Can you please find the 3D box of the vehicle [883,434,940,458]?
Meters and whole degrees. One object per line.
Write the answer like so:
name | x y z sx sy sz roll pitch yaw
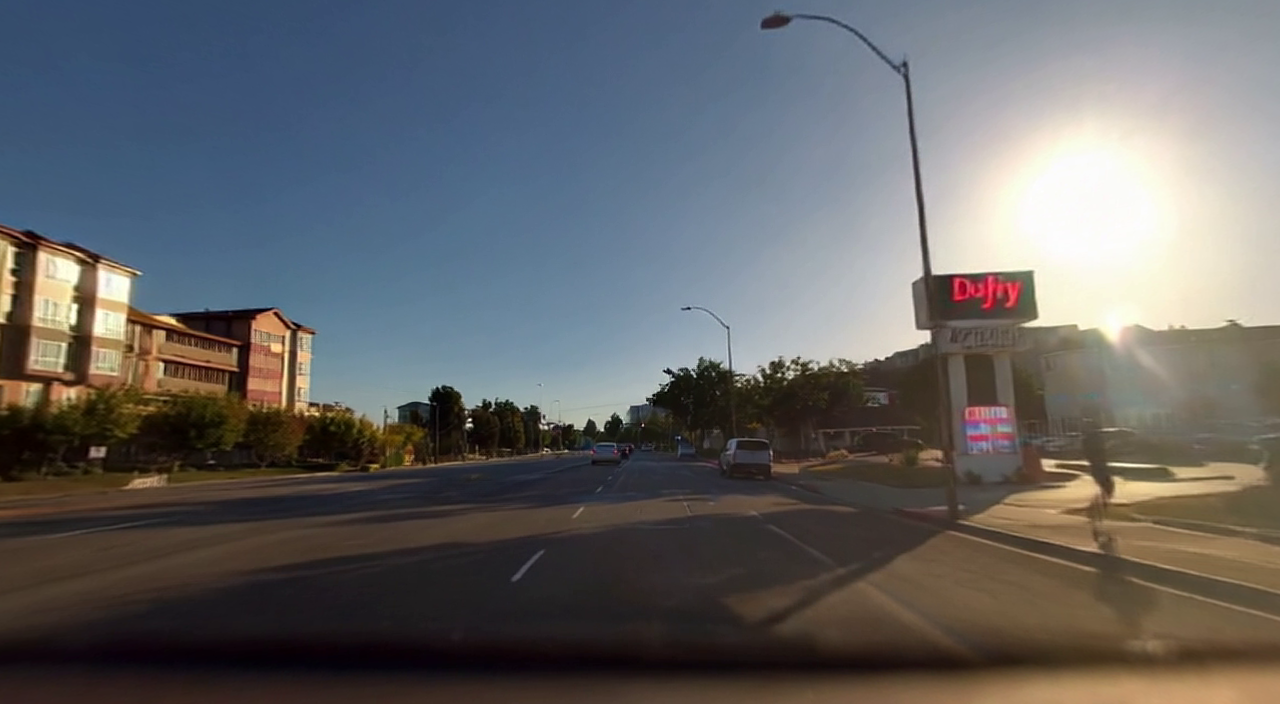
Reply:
vehicle | 17.812 6.201 41.564 1.953 1.488 4.129 0 -8 1

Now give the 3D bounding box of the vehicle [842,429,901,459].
vehicle | 15.036 6.041 41.217 2.202 1.822 4.978 -1 -8 3

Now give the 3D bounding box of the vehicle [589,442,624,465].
vehicle | -2.336 7.211 44.890 2.176 1.543 4.335 0 -8 1

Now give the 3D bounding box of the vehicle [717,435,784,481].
vehicle | 4.534 4.416 26.577 2.067 1.755 4.616 0 -8 1
